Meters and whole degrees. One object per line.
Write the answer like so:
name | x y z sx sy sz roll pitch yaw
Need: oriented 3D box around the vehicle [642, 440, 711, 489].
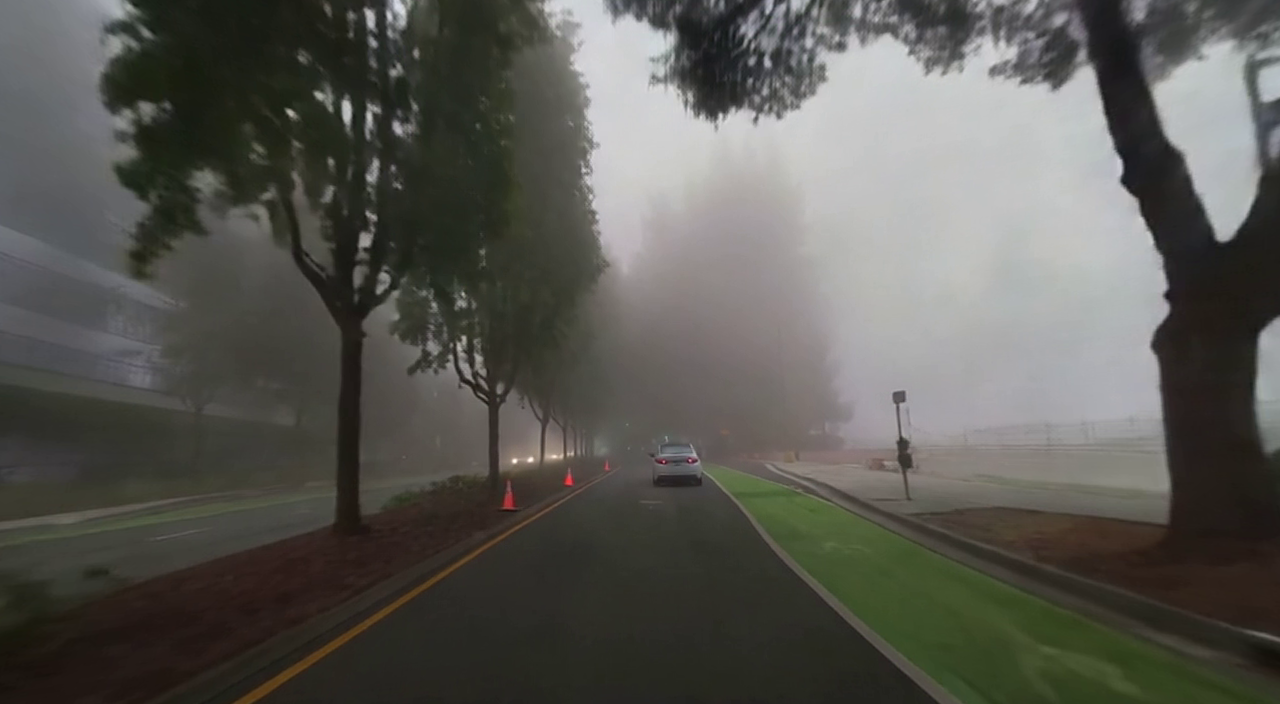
vehicle | 1.191 3.862 21.976 2.114 1.493 4.430 0 -9 1
